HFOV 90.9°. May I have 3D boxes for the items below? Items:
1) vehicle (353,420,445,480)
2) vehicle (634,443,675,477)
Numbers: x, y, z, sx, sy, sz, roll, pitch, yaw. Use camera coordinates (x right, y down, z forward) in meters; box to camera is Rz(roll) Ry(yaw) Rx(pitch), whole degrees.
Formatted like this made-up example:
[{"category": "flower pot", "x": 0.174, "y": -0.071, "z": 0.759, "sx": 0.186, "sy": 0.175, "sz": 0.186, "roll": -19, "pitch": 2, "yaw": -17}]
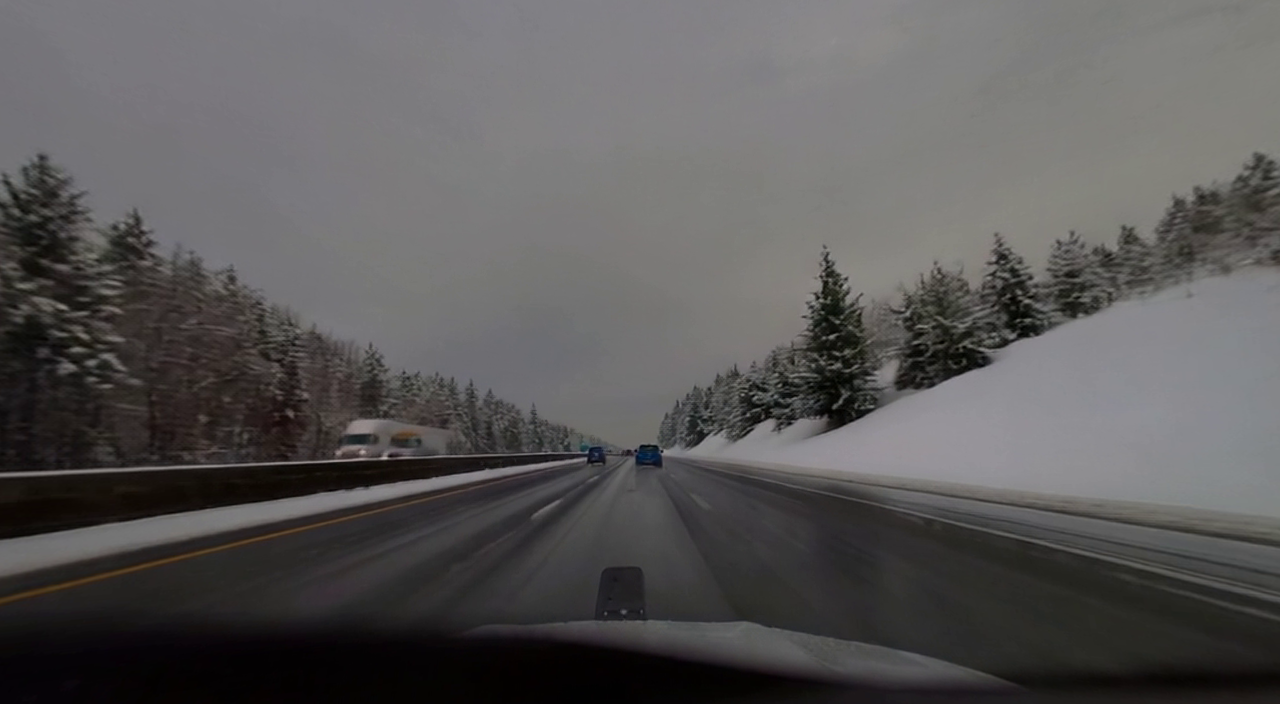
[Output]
[{"category": "vehicle", "x": -14.906, "y": 6.166, "z": 39.732, "sx": 2.625, "sy": 3.374, "sz": 7.572, "roll": -1, "pitch": -9, "yaw": 1}, {"category": "vehicle", "x": 0.814, "y": 6.228, "z": 36.620, "sx": 2.247, "sy": 1.825, "sz": 4.036, "roll": -1, "pitch": -9, "yaw": 0}]
